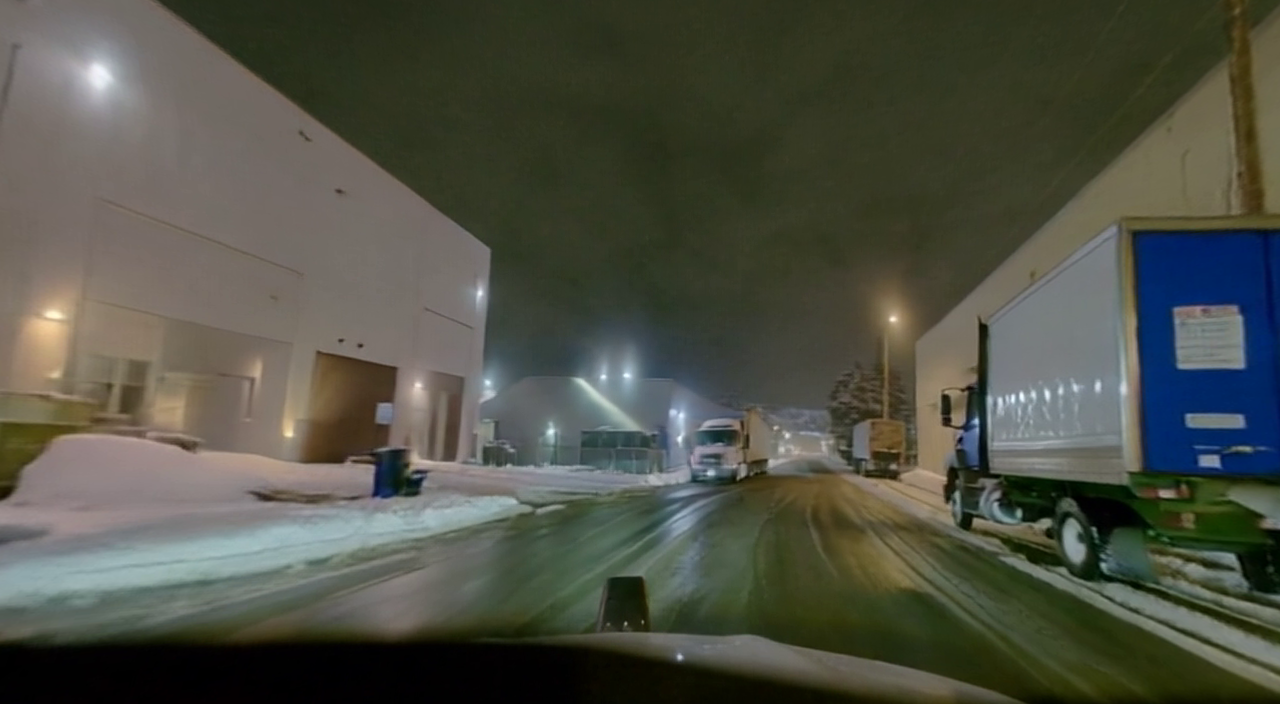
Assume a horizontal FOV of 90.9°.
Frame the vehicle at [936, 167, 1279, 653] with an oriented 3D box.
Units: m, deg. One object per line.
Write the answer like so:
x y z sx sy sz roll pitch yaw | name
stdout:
8.264 1.221 11.388 2.966 4.658 11.455 -2 -8 14 | vehicle

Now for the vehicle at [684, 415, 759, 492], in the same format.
5.239 6.192 39.070 3.111 4.217 7.722 -3 -9 18 | vehicle

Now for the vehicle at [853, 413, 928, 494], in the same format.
16.658 6.781 42.797 3.132 4.690 11.286 -2 -8 14 | vehicle
